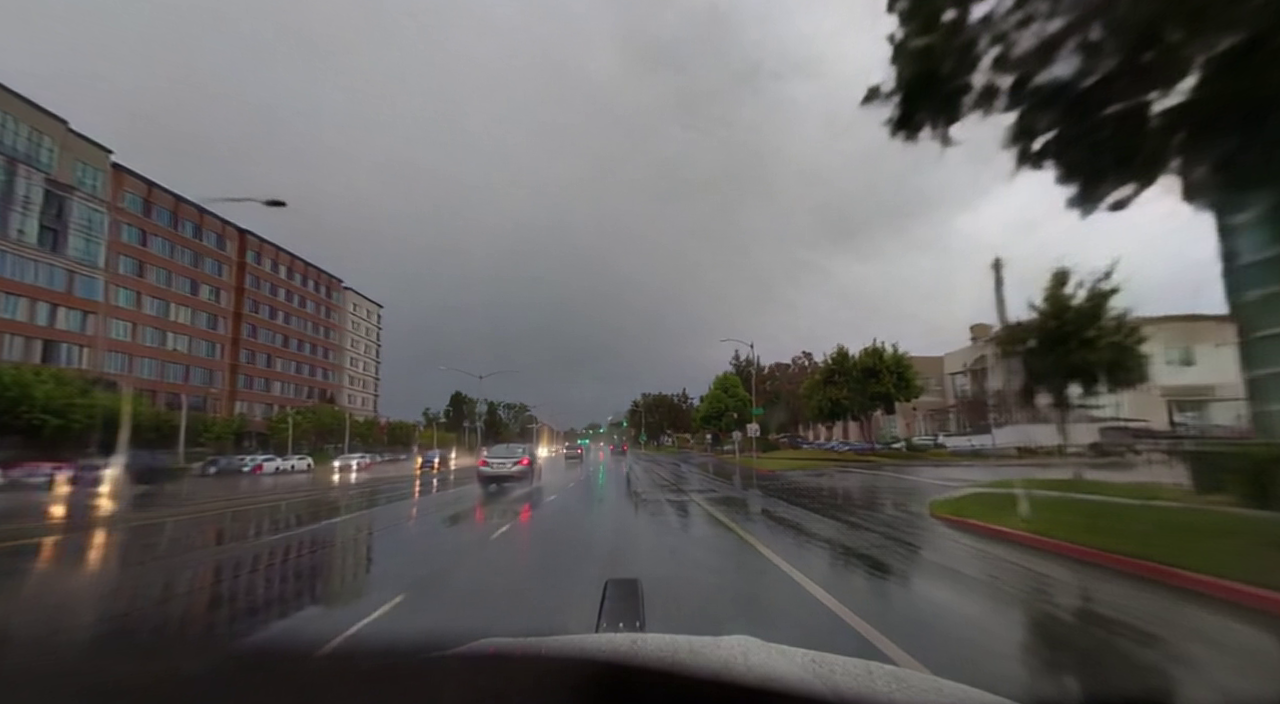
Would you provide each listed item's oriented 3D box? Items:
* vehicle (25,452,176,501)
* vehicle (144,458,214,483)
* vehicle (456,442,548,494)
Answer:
[{"bbox_3d":[-19.892,4.564,23.573,2.159,1.613,3.873,0,-8,1],"label":"vehicle"},{"bbox_3d":[-33.569,8.616,46.148,1.885,1.538,4.642,0,-8,-4],"label":"vehicle"},{"bbox_3d":[-4.265,3.642,20.260,2.025,1.474,4.292,0,-8,-1],"label":"vehicle"}]
